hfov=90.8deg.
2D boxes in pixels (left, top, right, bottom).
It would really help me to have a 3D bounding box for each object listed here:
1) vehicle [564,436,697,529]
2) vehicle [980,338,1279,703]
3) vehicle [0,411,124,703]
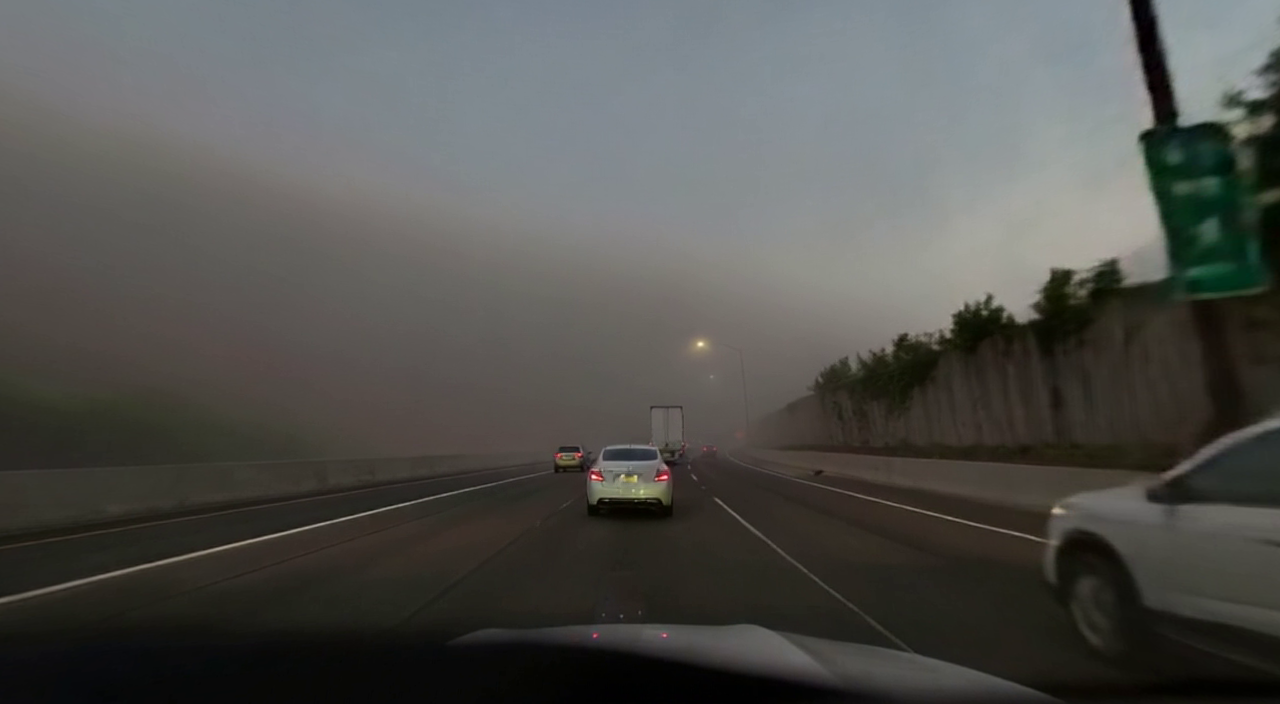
[{"bbox_3d":[-0.118,2.427,12.276,2.136,1.470,3.971,0,-9,1],"label":"vehicle"},{"bbox_3d":[3.568,0.746,2.208,2.166,1.666,4.618,0,-9,0],"label":"vehicle"},{"bbox_3d":[-3.790,0.700,0.716,2.130,1.474,5.027,0,-9,1],"label":"vehicle"}]
